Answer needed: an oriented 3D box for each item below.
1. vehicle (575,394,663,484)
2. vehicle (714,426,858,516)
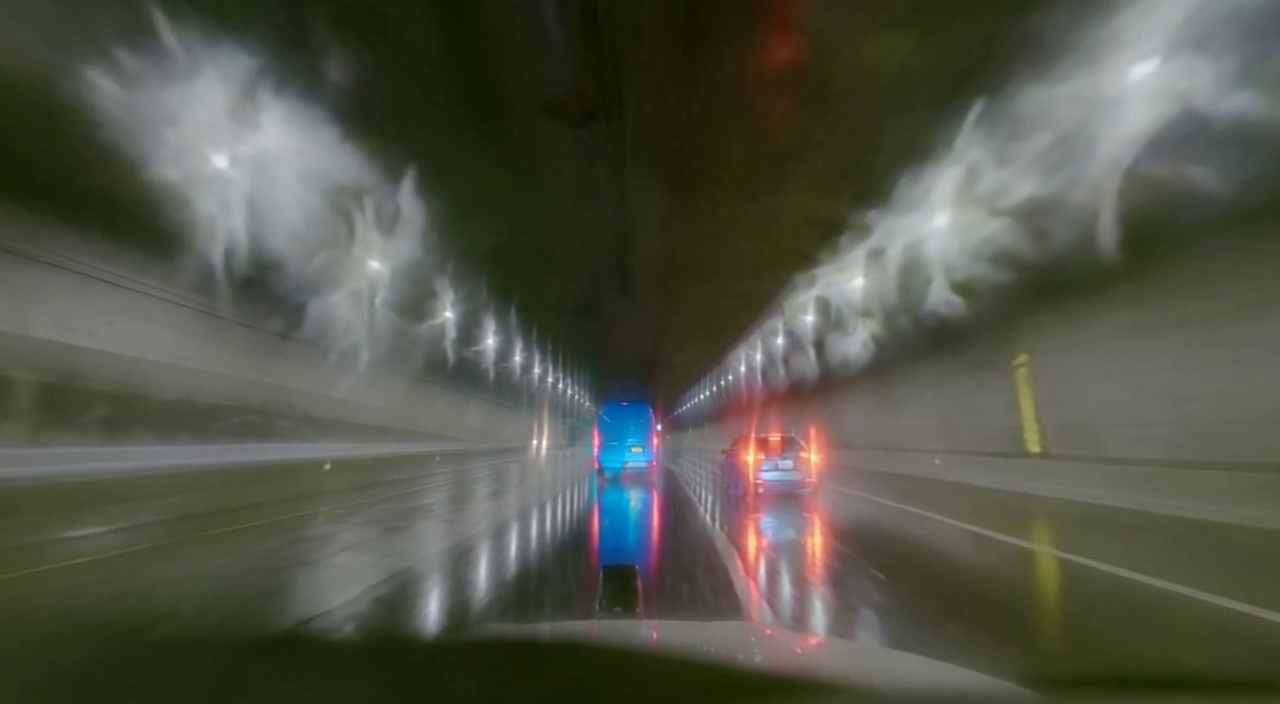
[{"bbox_3d":[-0.491,2.768,20.038,2.404,2.459,5.229,-1,-8,2],"label":"vehicle"},{"bbox_3d":[2.779,2.353,13.019,2.095,1.553,4.069,-1,-8,2],"label":"vehicle"}]
